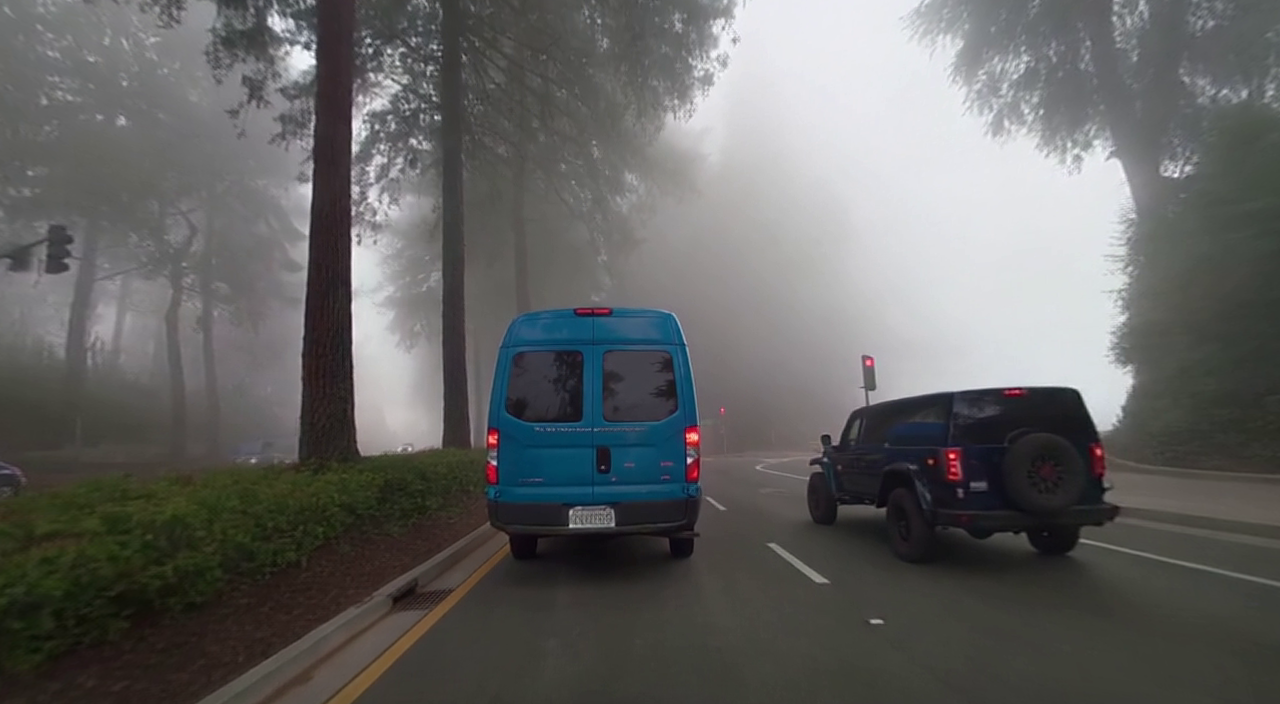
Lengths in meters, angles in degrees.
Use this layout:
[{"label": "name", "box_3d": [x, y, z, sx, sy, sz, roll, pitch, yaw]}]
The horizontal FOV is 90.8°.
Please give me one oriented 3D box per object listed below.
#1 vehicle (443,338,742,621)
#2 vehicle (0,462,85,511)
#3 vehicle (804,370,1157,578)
[{"label": "vehicle", "box_3d": [-0.310, 1.229, 6.809, 2.145, 2.046, 4.309, 0, -9, 1]}, {"label": "vehicle", "box_3d": [-25.155, 5.314, 25.312, 4.857, 1.729, 2.029, -3, -9, 18]}, {"label": "vehicle", "box_3d": [3.613, 1.396, 7.780, 1.988, 1.873, 3.968, 0, -9, -2]}]
